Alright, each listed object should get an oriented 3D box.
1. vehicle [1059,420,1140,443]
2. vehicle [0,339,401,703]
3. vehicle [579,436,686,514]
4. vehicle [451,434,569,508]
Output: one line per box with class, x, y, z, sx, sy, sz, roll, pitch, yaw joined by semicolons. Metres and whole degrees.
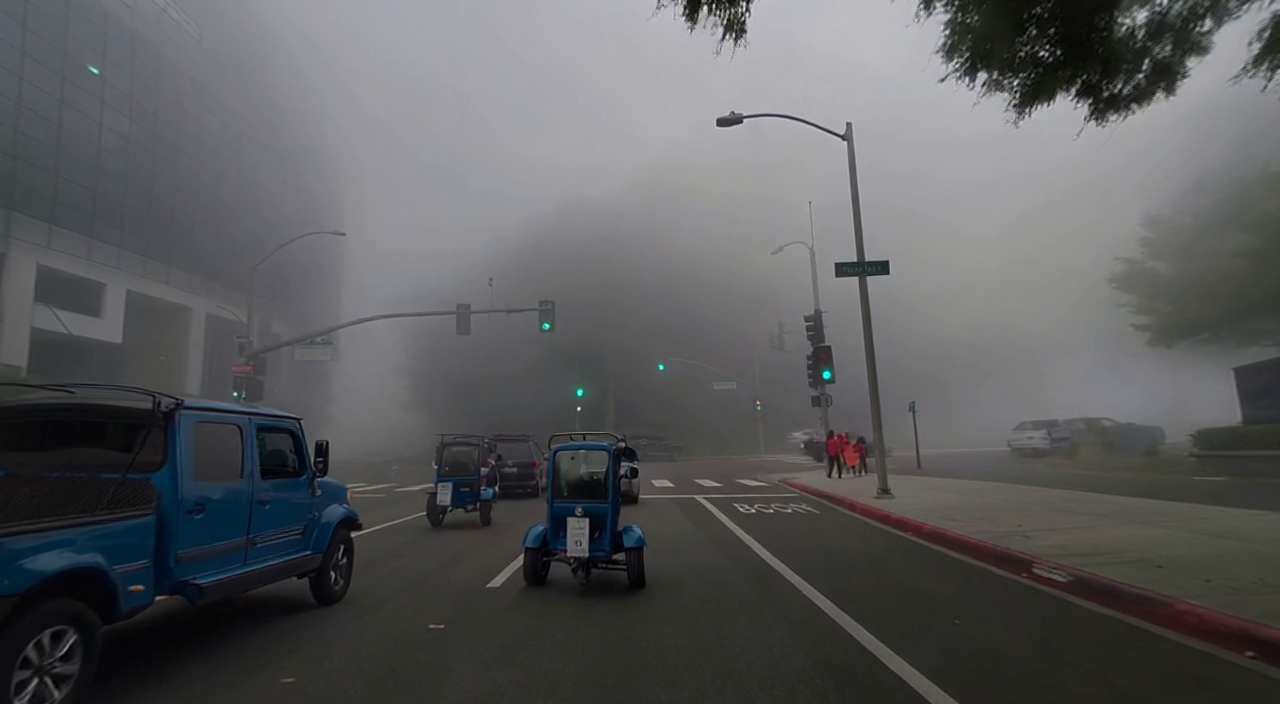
vehicle;30.725;5.359;42.047;1.751;1.420;4.027;8;-12;-43
vehicle;-3.612;1.150;4.503;2.000;1.809;4.405;0;-8;1
vehicle;-0.080;2.647;14.032;2.025;1.458;4.085;-1;-8;2
vehicle;-3.116;2.950;16.002;1.935;1.615;4.073;-1;-8;3
